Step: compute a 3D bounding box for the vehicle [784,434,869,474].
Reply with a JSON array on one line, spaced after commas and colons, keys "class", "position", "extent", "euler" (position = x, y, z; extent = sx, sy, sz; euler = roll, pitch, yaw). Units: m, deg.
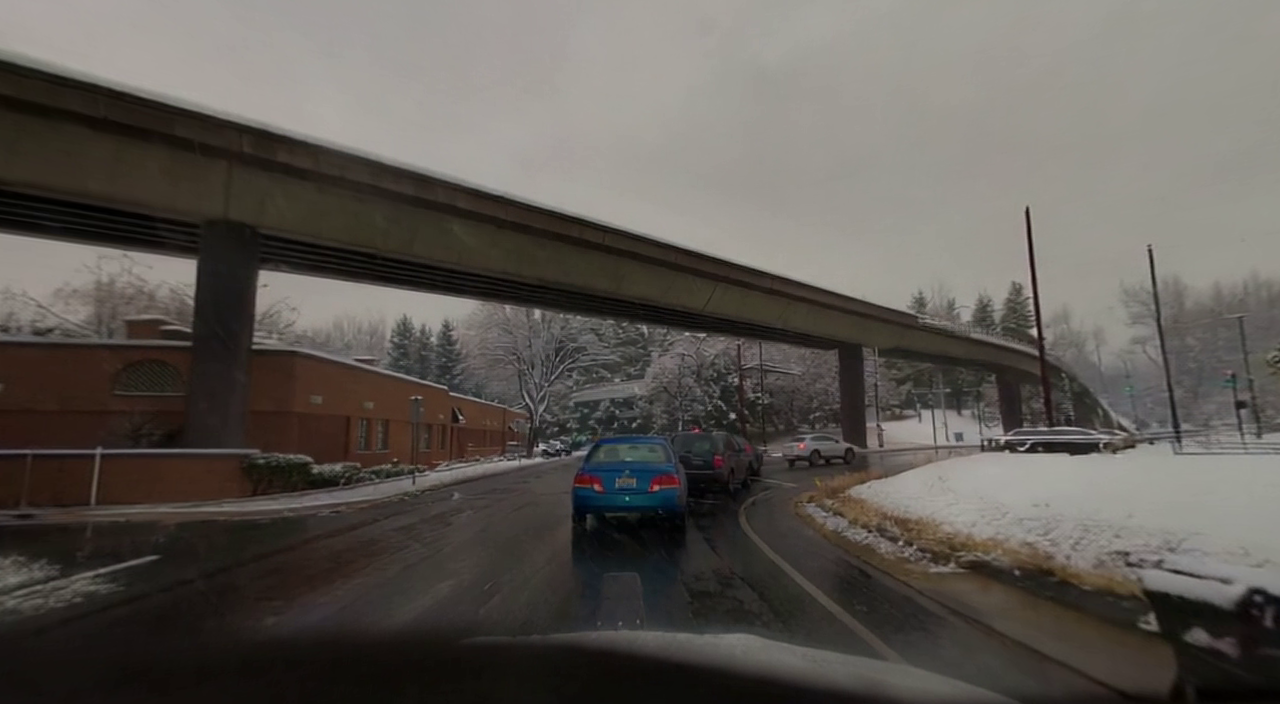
[{"class": "vehicle", "position": [8.987, 4.844, 30.303], "extent": [4.310, 1.762, 1.995], "euler": [8, -12, -44]}]

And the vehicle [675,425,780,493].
[{"class": "vehicle", "position": [2.968, 3.399, 20.456], "extent": [2.241, 1.885, 4.771], "euler": [-3, -9, 21]}]

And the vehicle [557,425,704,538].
[{"class": "vehicle", "position": [-0.013, 2.197, 11.390], "extent": [2.087, 1.578, 4.652], "euler": [-1, -8, 3]}]
